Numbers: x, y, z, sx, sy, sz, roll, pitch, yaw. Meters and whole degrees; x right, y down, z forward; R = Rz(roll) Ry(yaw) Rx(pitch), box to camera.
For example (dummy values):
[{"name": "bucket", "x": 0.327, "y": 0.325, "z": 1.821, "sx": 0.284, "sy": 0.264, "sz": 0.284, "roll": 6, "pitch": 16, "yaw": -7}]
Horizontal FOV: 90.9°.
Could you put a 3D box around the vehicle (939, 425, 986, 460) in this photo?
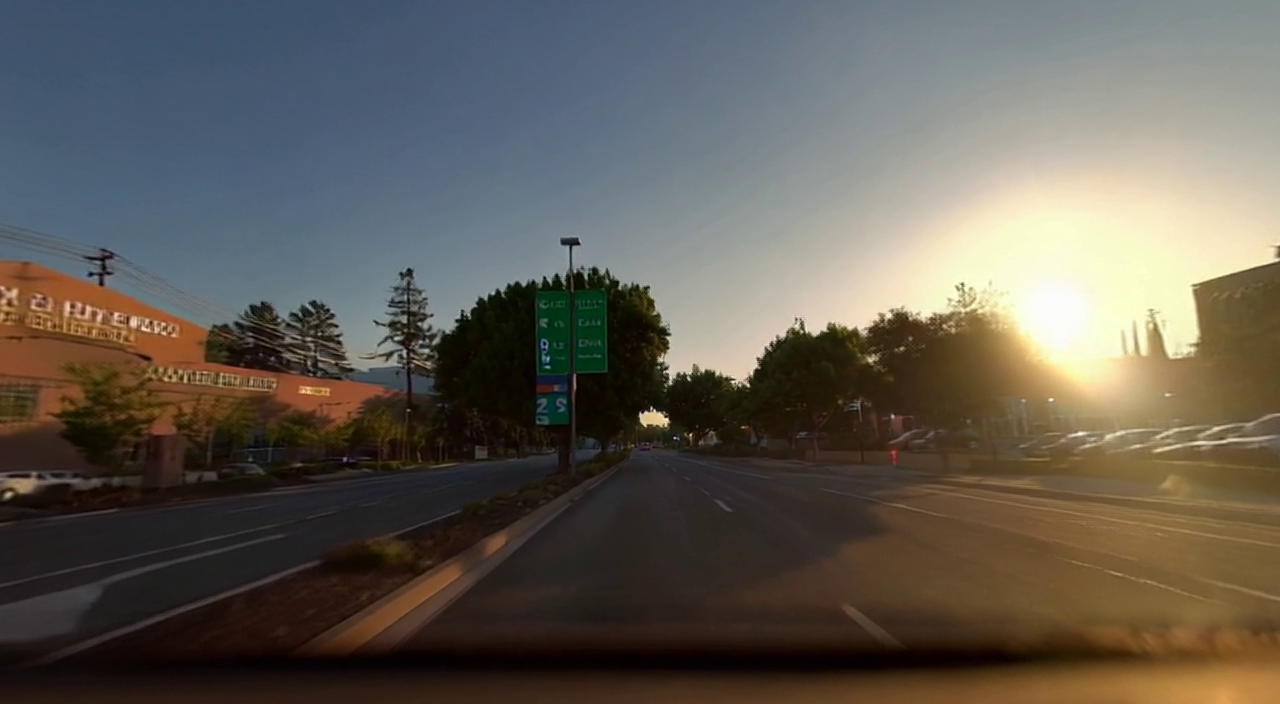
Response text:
[{"name": "vehicle", "x": 21.859, "y": 6.106, "z": 42.928, "sx": 2.240, "sy": 2.095, "sz": 5.149, "roll": -6, "pitch": -7, "yaw": 22}]

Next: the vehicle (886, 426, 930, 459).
[{"name": "vehicle", "x": 17.938, "y": 6.073, "z": 42.241, "sx": 2.425, "sy": 2.043, "sz": 5.455, "roll": -4, "pitch": -9, "yaw": 22}]

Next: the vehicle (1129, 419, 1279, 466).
[{"name": "vehicle", "x": 19.515, "y": 3.055, "z": 21.463, "sx": 4.124, "sy": 1.473, "sz": 1.925, "roll": 0, "pitch": -7, "yaw": -2}]
